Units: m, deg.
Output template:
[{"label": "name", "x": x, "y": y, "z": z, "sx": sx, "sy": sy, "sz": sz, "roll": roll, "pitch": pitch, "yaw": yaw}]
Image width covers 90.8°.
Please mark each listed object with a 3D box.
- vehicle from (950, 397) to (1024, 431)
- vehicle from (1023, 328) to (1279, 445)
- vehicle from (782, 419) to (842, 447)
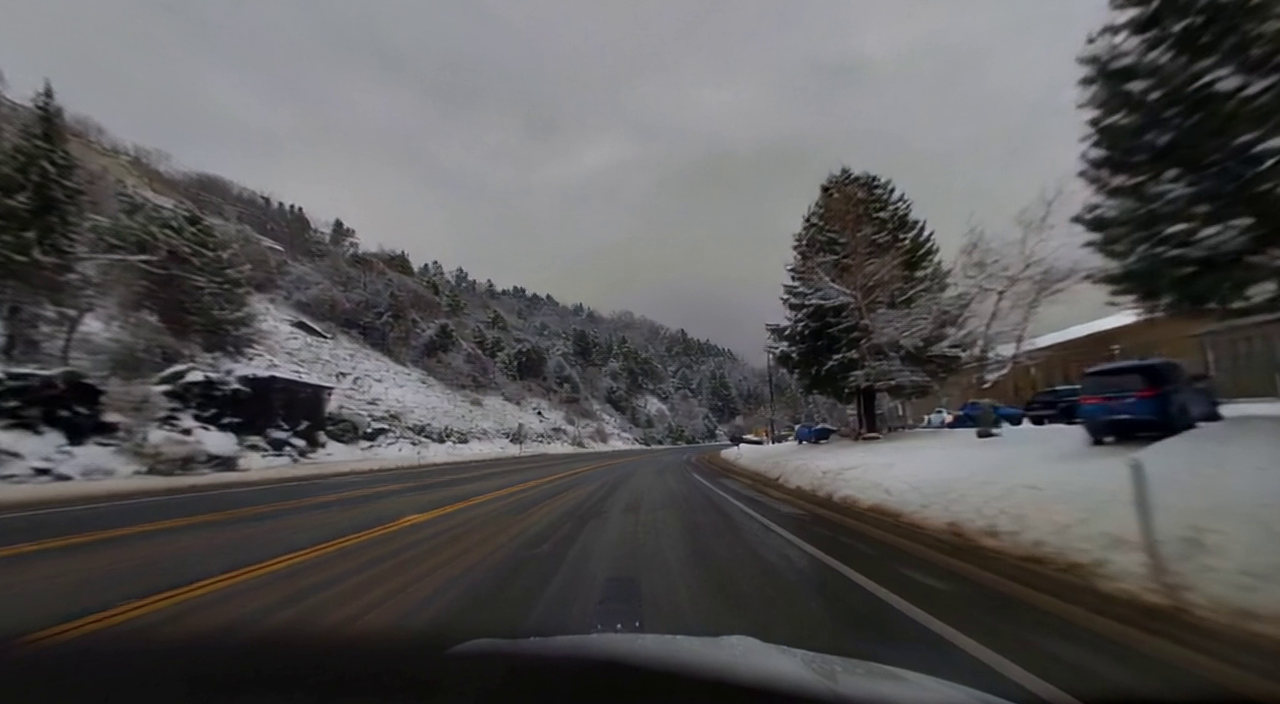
[{"label": "vehicle", "x": 20.577, "y": 3.742, "z": 37.691, "sx": 1.933, "sy": 1.770, "sz": 4.325, "roll": -2, "pitch": -9, "yaw": 1}, {"label": "vehicle", "x": 9.580, "y": 0.829, "z": 12.020, "sx": 1.929, "sy": 1.593, "sz": 4.030, "roll": -5, "pitch": -10, "yaw": 0}, {"label": "vehicle", "x": 10.077, "y": 4.835, "z": 37.352, "sx": 2.103, "sy": 1.447, "sz": 4.727, "roll": -2, "pitch": -9, "yaw": -1}]
